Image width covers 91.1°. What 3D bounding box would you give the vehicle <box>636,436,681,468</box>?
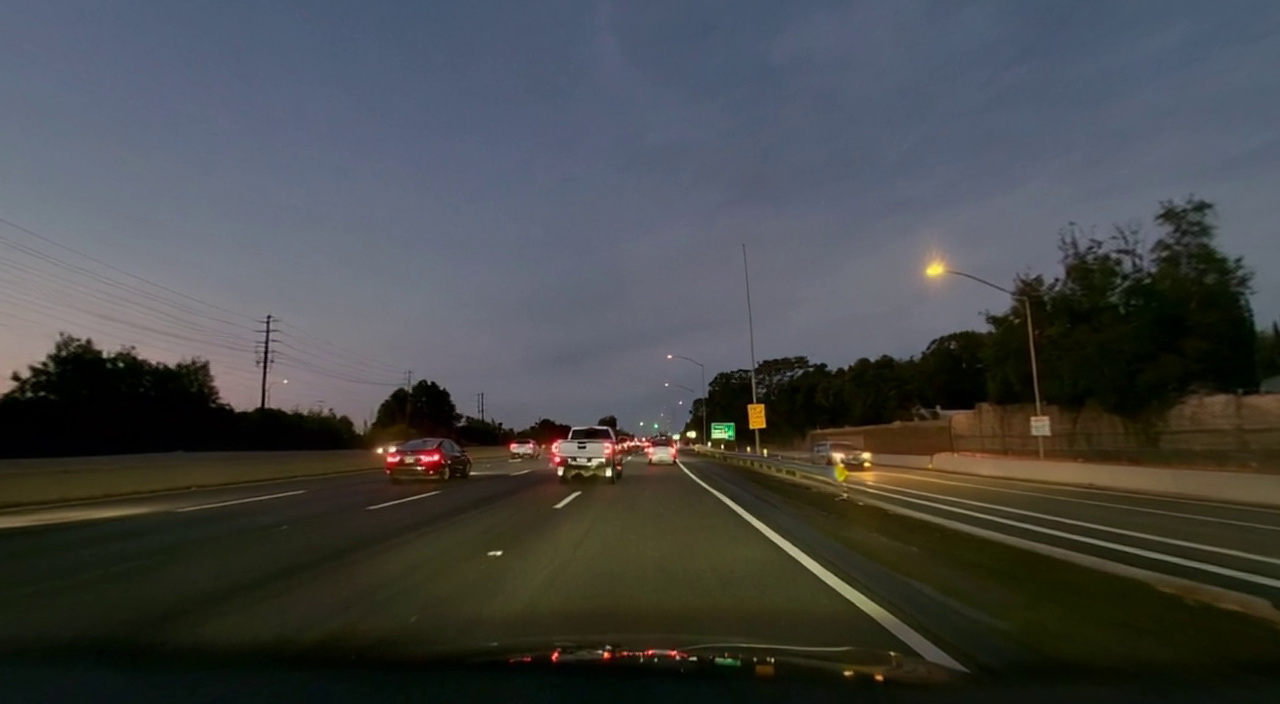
[{"bbox_3d":[0.835,4.852,30.611,2.013,1.444,4.447,0,-8,0],"label":"vehicle"}]

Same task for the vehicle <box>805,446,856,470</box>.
[{"bbox_3d":[11.966,6.651,39.701,1.838,1.439,4.471,0,-8,0],"label":"vehicle"}]

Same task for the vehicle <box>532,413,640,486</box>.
[{"bbox_3d":[-1.557,3.282,21.400,2.815,2.092,6.526,0,-8,3],"label":"vehicle"}]

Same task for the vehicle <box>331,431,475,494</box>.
[{"bbox_3d":[-6.262,2.970,17.269,1.964,1.481,4.425,-1,-8,4],"label":"vehicle"}]

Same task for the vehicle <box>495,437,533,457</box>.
[{"bbox_3d":[-9.785,7.432,49.017,1.915,1.472,4.502,0,-8,2],"label":"vehicle"}]
